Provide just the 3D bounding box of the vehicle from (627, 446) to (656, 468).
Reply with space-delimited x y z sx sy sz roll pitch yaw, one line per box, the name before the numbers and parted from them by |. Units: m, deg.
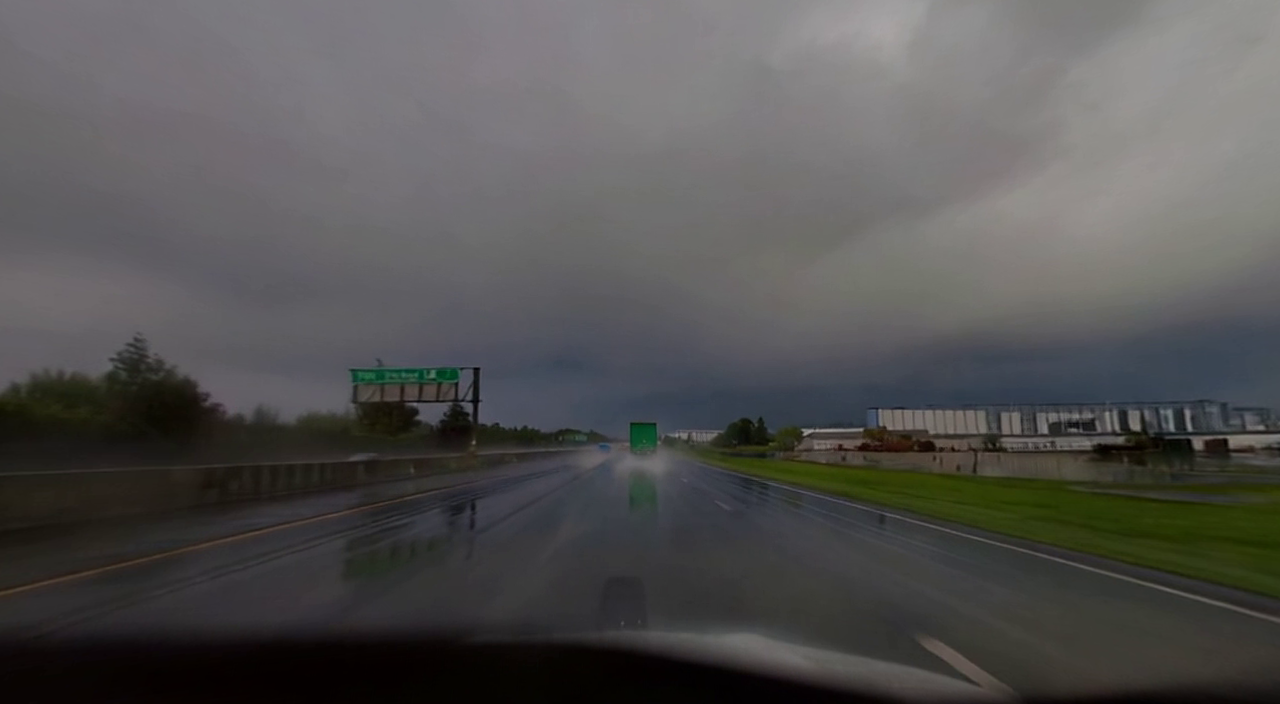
vehicle | 0.124 8.097 48.735 2.094 1.559 3.945 0 -9 0
